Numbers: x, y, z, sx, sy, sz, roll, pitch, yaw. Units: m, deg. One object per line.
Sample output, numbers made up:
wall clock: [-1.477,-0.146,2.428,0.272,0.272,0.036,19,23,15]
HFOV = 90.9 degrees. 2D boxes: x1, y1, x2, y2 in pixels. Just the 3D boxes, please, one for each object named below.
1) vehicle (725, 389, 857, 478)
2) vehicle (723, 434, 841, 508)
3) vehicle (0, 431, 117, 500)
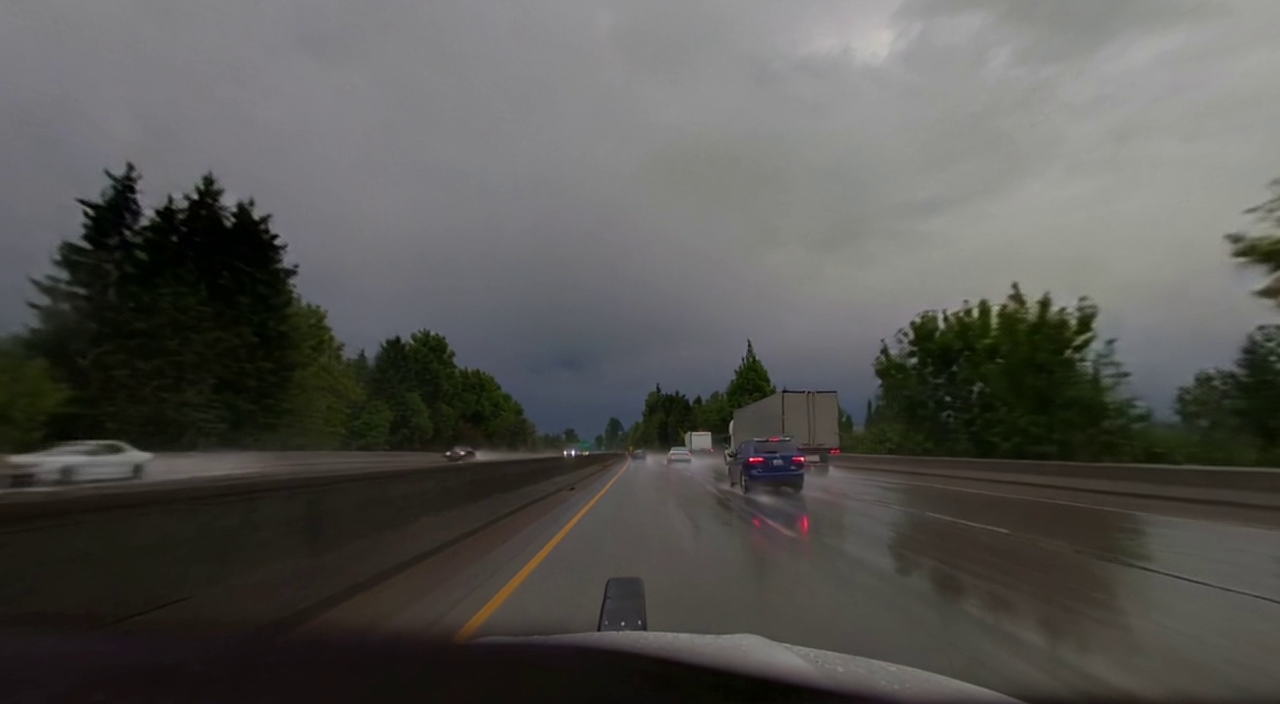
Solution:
vehicle: [7.963,4.979,36.932,3.441,4.016,16.812,0,-9,-1]
vehicle: [3.493,3.029,16.404,2.022,1.658,4.132,0,-9,-1]
vehicle: [-15.434,2.758,15.405,1.865,1.532,3.932,0,-9,0]
